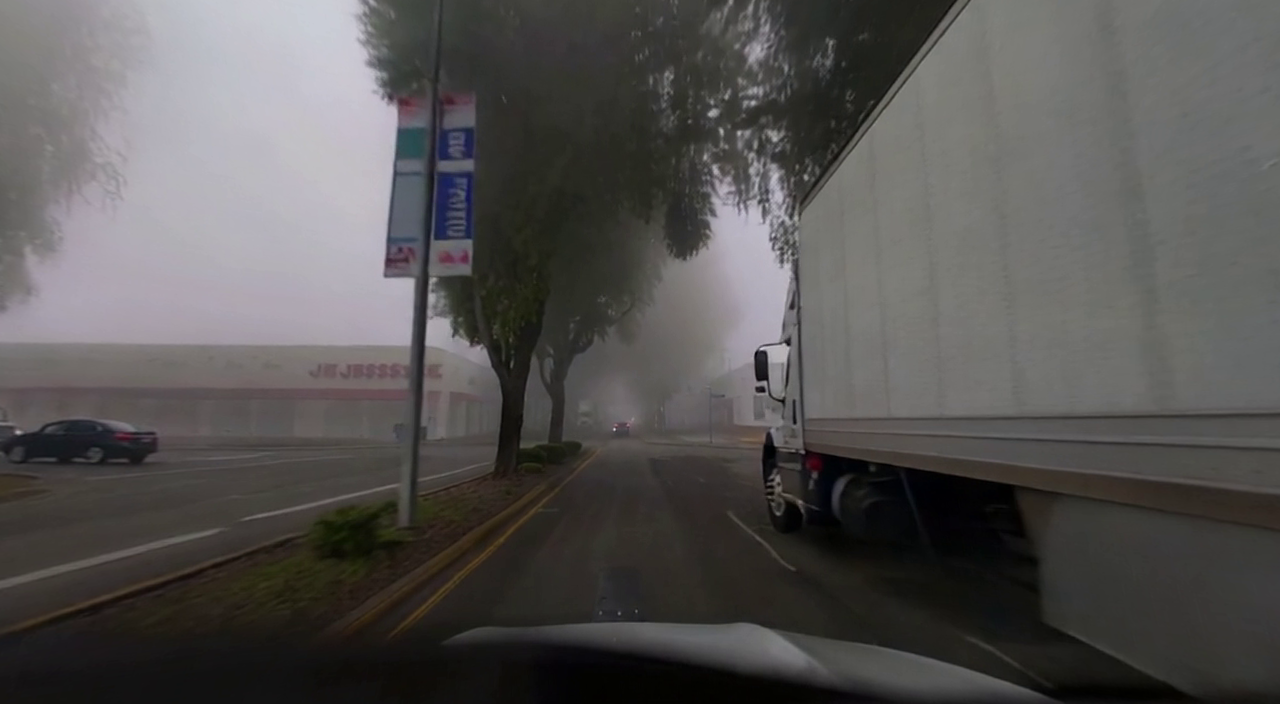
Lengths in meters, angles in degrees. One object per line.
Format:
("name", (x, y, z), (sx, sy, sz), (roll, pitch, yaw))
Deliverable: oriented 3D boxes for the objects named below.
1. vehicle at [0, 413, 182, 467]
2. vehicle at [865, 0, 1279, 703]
("vehicle", (-16.985, 2.702, 19.393), (4.248, 1.511, 1.881), (-1, -7, 2))
("vehicle", (3.049, -0.550, 1.103), (3.000, 3.950, 5.876), (1, -7, -1))
